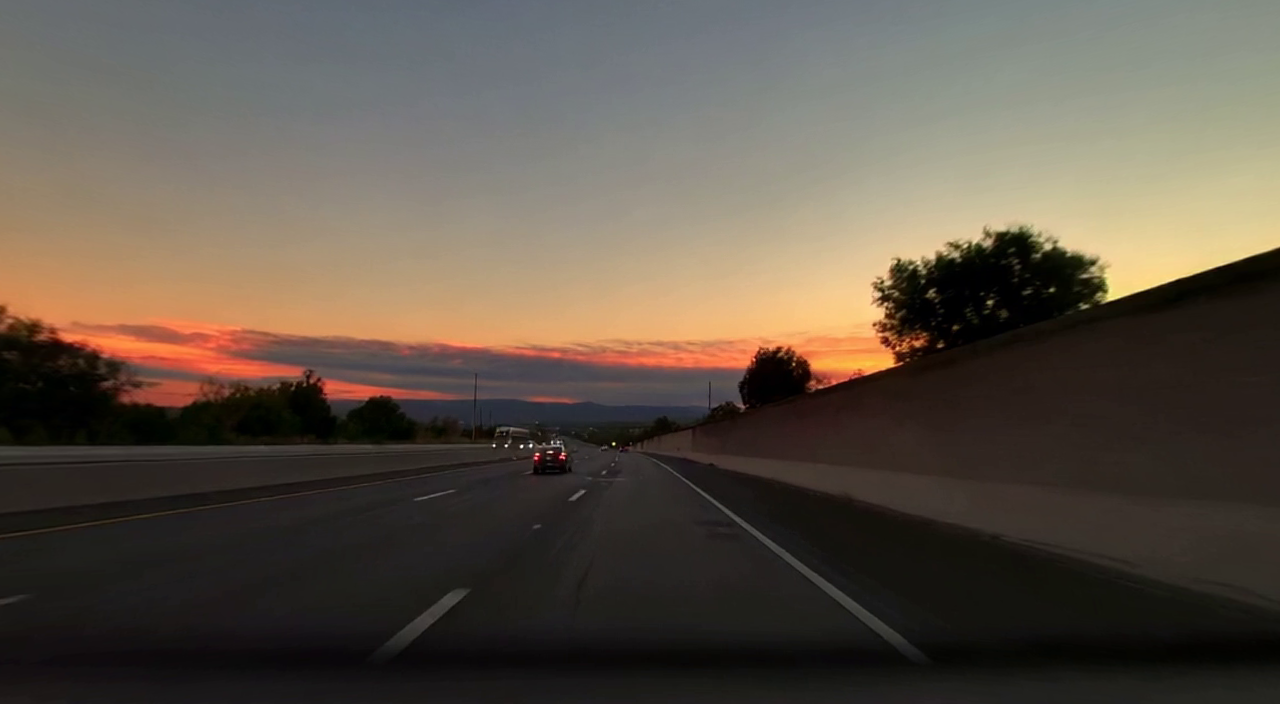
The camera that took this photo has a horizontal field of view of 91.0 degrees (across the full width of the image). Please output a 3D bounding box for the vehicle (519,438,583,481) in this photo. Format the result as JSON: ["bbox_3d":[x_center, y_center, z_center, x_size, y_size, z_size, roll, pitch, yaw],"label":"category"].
[{"bbox_3d":[-3.774,4.656,27.478,2.133,1.683,4.340,1,-9,0],"label":"vehicle"}]
